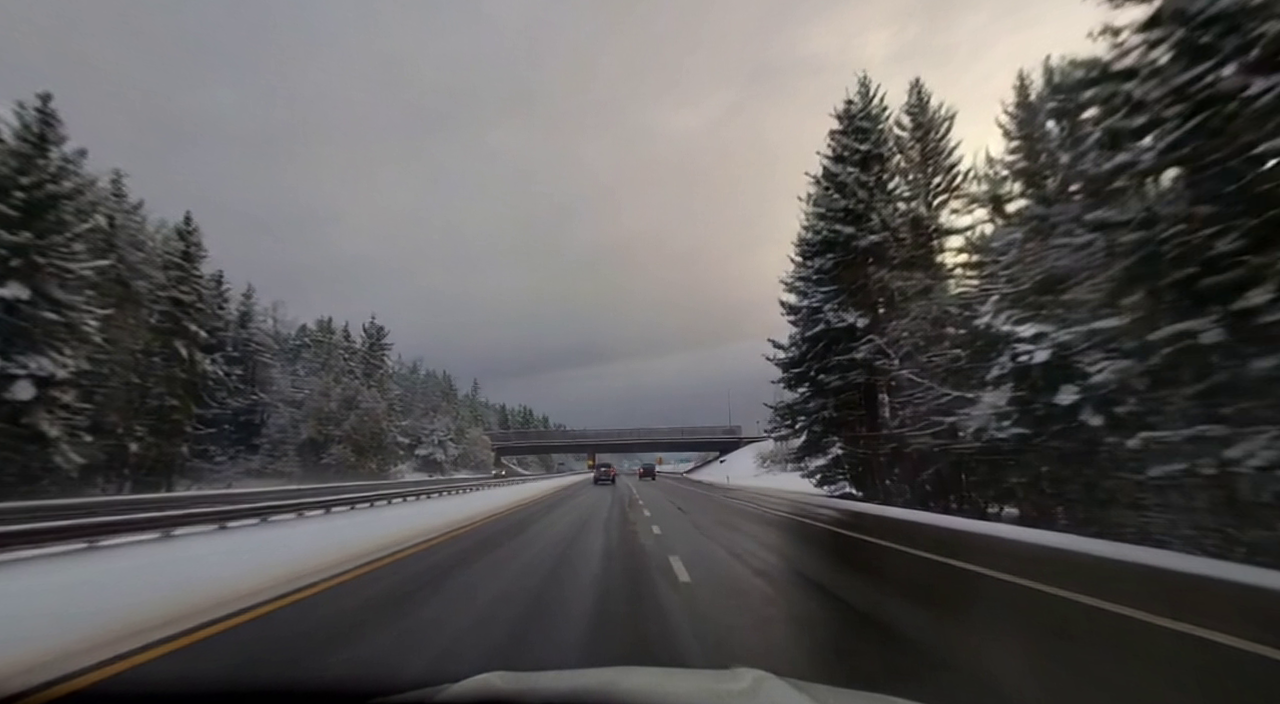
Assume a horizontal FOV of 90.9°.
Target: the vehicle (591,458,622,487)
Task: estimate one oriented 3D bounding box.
[{"bbox_3d":[-2.459,8.949,46.746,2.162,1.973,4.341,1,-11,-2],"label":"vehicle"}]
